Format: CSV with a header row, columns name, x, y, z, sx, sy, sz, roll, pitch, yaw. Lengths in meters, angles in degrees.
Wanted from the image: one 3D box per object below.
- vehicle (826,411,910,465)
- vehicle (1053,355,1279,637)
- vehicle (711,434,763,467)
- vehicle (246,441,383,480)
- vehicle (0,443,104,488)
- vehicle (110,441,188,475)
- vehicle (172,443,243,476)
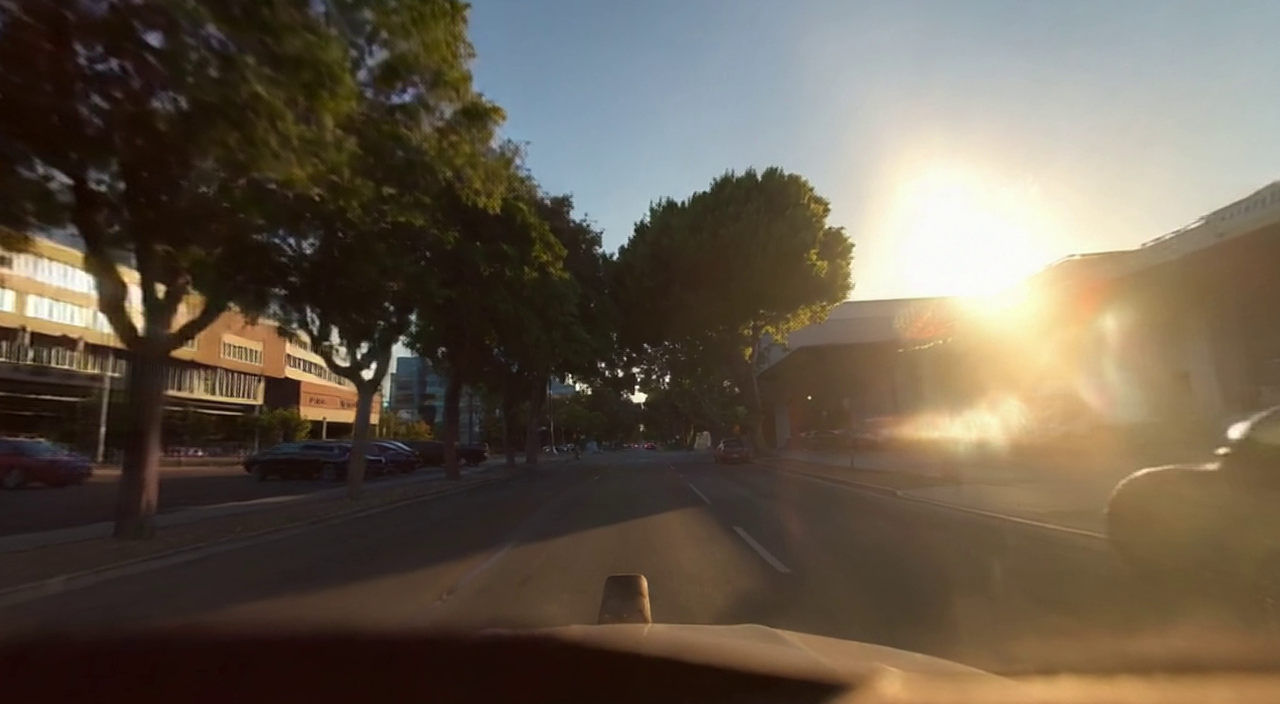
name,x,y,z,sx,sy,sz,roll,pitch,yaw
vehicle,13.193,5.089,36.965,2.935,2.889,5.499,-1,-9,2
vehicle,5.958,0.957,3.968,2.356,2.076,6.287,0,-9,-1
vehicle,6.041,6.227,39.897,2.338,1.942,5.267,0,-9,-1
vehicle,-14.609,4.905,28.572,4.954,1.614,2.227,0,-9,-4
vehicle,-24.659,4.472,24.985,2.032,1.686,4.652,-3,-9,19
vehicle,-27.408,5.891,35.364,2.026,1.723,4.322,3,-8,-19
vehicle,-24.631,6.092,36.081,2.026,1.723,4.633,4,-9,-18
